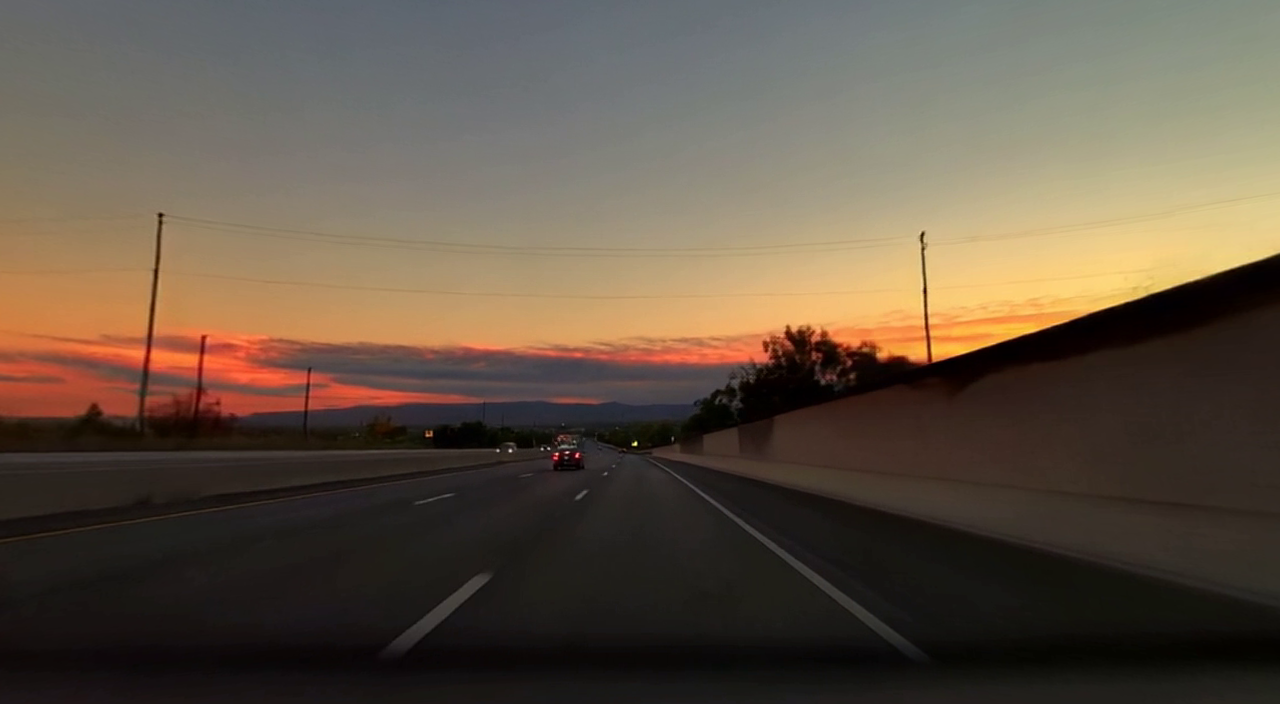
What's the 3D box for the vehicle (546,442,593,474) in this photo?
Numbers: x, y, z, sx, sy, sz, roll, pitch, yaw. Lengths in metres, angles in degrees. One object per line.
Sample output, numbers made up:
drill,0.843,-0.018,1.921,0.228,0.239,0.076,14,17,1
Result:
vehicle,-3.934,5.994,35.713,2.133,1.683,4.340,0,-9,0
